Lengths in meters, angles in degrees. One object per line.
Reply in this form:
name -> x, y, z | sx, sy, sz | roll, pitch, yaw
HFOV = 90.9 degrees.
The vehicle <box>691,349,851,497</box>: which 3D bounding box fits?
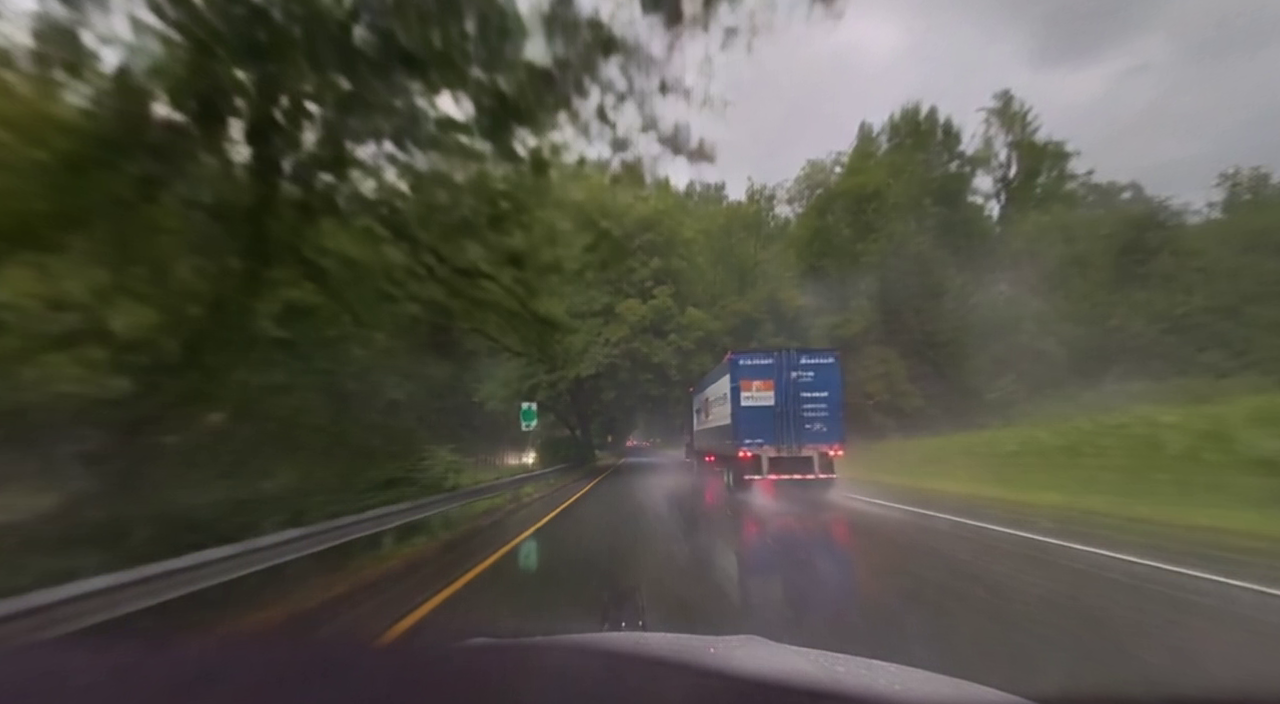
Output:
vehicle -> 4.227, 3.053, 24.834 | 3.231, 4.102, 14.393 | 0, -9, 0
